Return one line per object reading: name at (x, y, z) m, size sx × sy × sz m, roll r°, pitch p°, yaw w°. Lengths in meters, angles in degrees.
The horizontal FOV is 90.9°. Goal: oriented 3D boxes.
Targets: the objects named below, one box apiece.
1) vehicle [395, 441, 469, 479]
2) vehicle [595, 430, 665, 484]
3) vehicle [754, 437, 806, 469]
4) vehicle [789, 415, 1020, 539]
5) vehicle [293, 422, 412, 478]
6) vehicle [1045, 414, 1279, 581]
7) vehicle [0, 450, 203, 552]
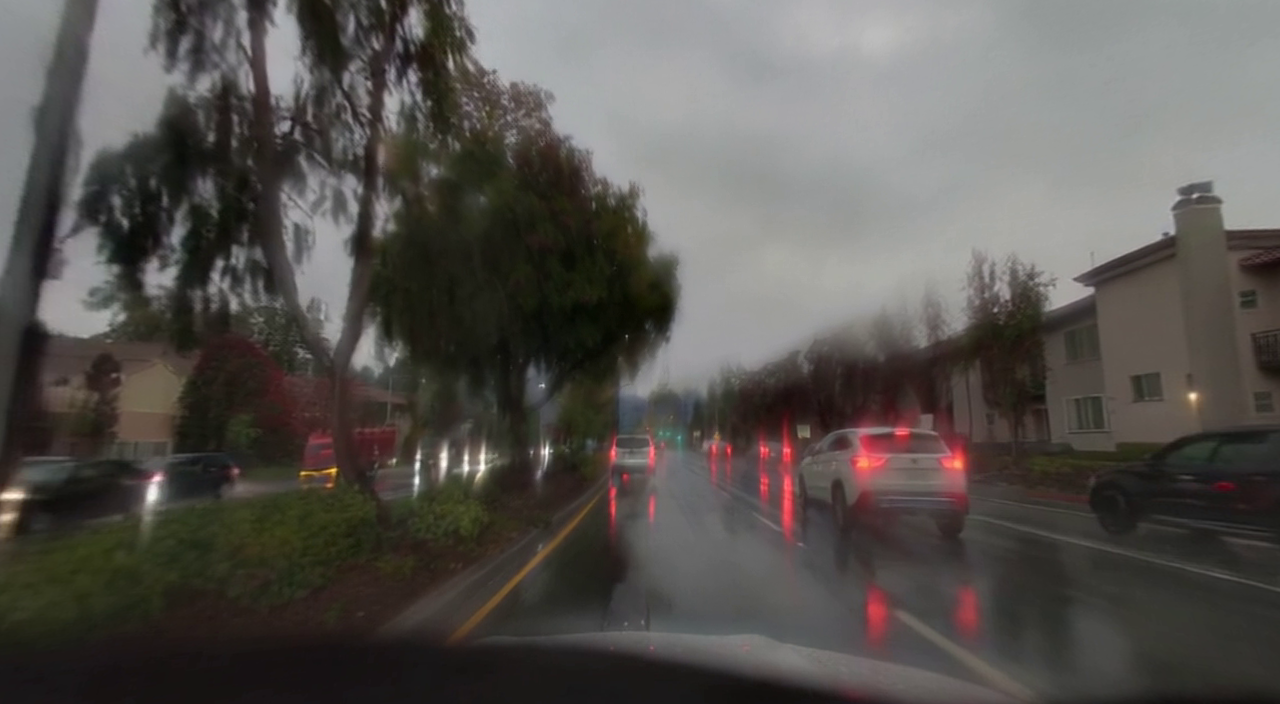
vehicle at (-10.517, 5.465, 32.218) m, size 2.142 × 1.742 × 4.523 m, roll 0°, pitch -8°, yaw 1°
vehicle at (-0.347, 3.871, 23.473) m, size 2.332 × 1.798 × 4.546 m, roll 0°, pitch -8°, yaw 0°
vehicle at (7.866, 5.711, 35.852) m, size 1.971 × 1.722 × 4.341 m, roll 0°, pitch -8°, yaw 0°
vehicle at (4.170, 2.055, 10.974) m, size 2.100 × 1.689 × 4.501 m, roll 0°, pitch -8°, yaw 1°
vehicle at (-19.914, 6.913, 44.815) m, size 3.233 × 3.473 × 10.664 m, roll 0°, pitch -8°, yaw 1°
vehicle at (7.207, 1.571, 7.243) m, size 2.133 × 1.583 × 4.496 m, roll 0°, pitch -8°, yaw 1°
vehicle at (-10.377, 2.503, 11.260) m, size 1.907 × 1.471 × 4.410 m, roll 0°, pitch -8°, yaw 1°
